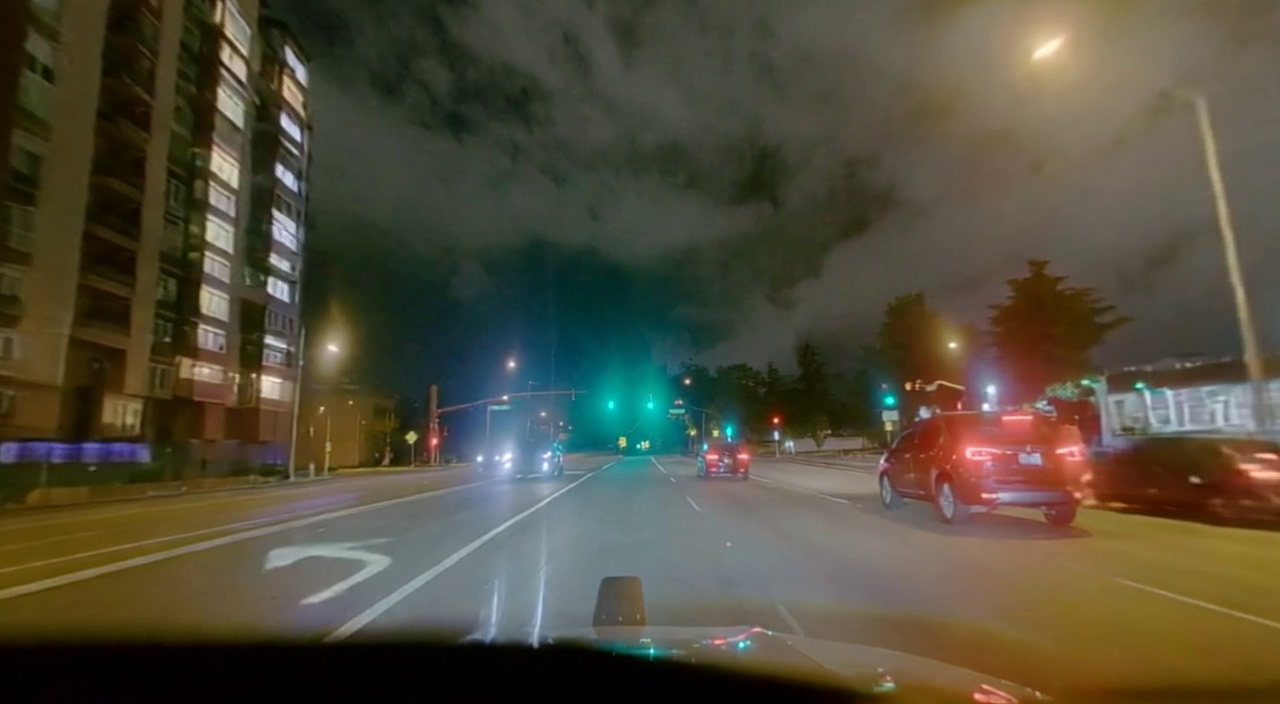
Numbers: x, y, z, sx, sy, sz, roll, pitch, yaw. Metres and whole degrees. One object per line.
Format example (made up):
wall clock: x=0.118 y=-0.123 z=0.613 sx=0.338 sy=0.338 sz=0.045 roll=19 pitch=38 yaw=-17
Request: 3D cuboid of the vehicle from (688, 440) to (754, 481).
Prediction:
vehicle: x=3.152 y=4.331 z=25.493 sx=2.003 sy=1.480 sz=4.494 roll=0 pitch=-9 yaw=-1

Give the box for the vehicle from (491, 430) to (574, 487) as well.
vehicle: x=-3.458 y=3.555 z=21.265 sx=2.065 sy=1.716 sz=4.265 roll=0 pitch=-9 yaw=0

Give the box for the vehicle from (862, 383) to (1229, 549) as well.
vehicle: x=5.982 y=1.826 z=10.676 sx=2.427 sy=2.017 sz=5.763 roll=0 pitch=-9 yaw=1
